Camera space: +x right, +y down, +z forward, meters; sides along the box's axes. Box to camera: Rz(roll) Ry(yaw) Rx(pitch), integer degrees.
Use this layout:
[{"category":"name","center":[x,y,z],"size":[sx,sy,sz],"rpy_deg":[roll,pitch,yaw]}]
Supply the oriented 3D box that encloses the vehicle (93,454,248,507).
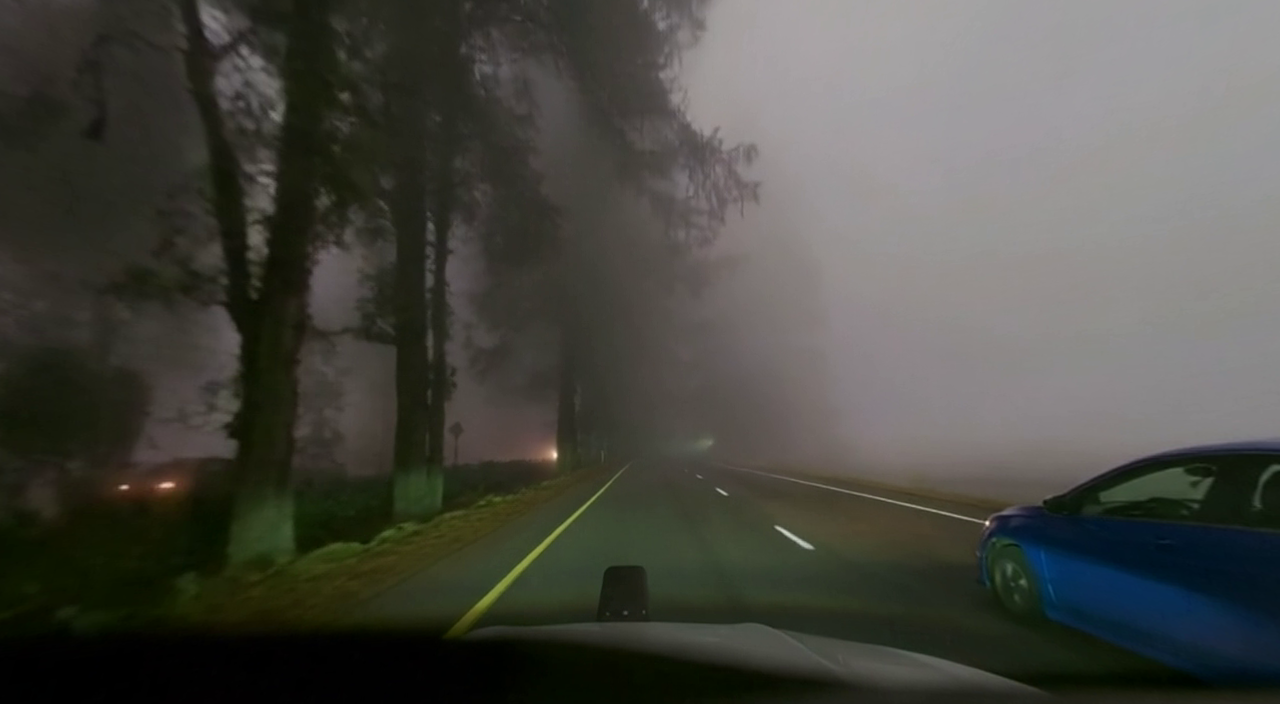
[{"category":"vehicle","center":[-16.090,4.399,21.952],"size":[1.893,1.571,4.390],"rpy_deg":[0,-9,2]}]

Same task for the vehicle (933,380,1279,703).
[{"category":"vehicle","center":[3.383,0.907,2.617],"size":[2.061,1.503,4.823],"rpy_deg":[0,-9,1]}]
